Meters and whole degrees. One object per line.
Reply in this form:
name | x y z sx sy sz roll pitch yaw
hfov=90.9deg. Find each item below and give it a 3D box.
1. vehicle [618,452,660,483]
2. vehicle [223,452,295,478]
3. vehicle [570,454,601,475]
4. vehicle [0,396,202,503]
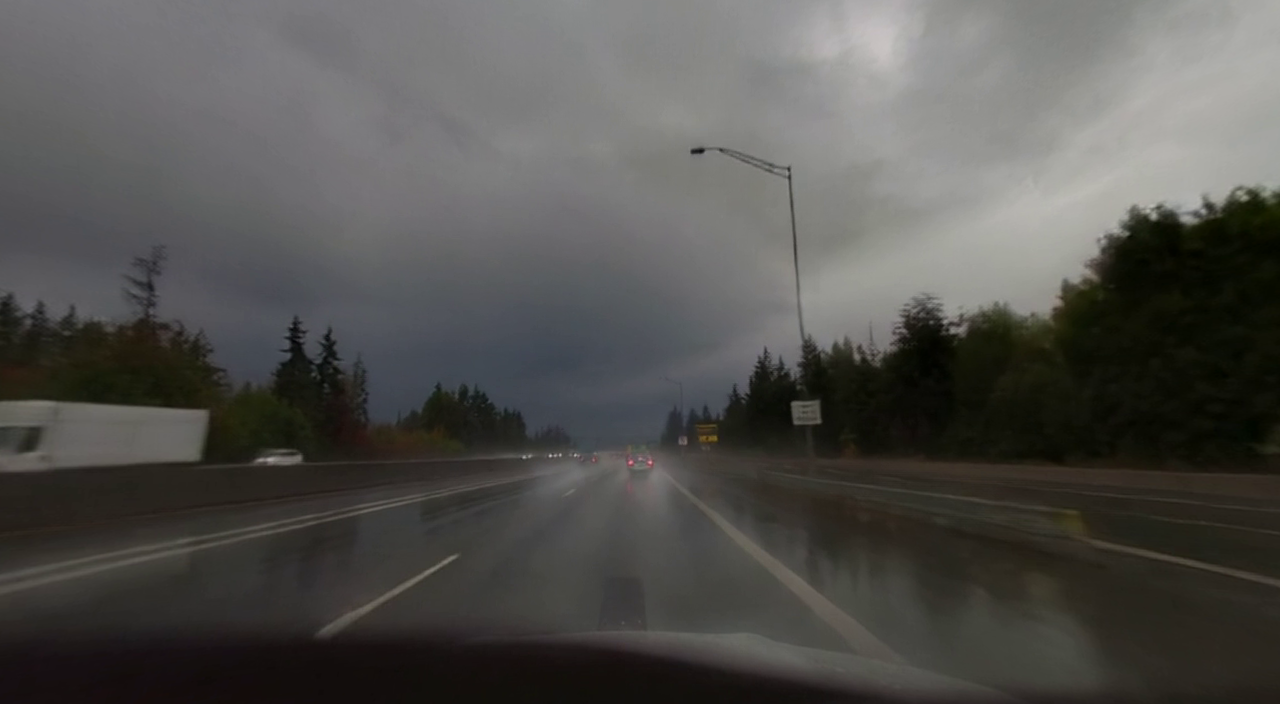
vehicle | -0.055 5.873 32.195 2.002 1.449 3.612 0 -9 -1
vehicle | -24.443 7.264 40.662 1.942 1.583 4.563 0 -9 -3
vehicle | -3.977 8.324 46.756 1.877 1.504 3.799 0 -9 1
vehicle | -23.928 4.301 27.538 2.934 3.856 9.459 0 -9 -2
